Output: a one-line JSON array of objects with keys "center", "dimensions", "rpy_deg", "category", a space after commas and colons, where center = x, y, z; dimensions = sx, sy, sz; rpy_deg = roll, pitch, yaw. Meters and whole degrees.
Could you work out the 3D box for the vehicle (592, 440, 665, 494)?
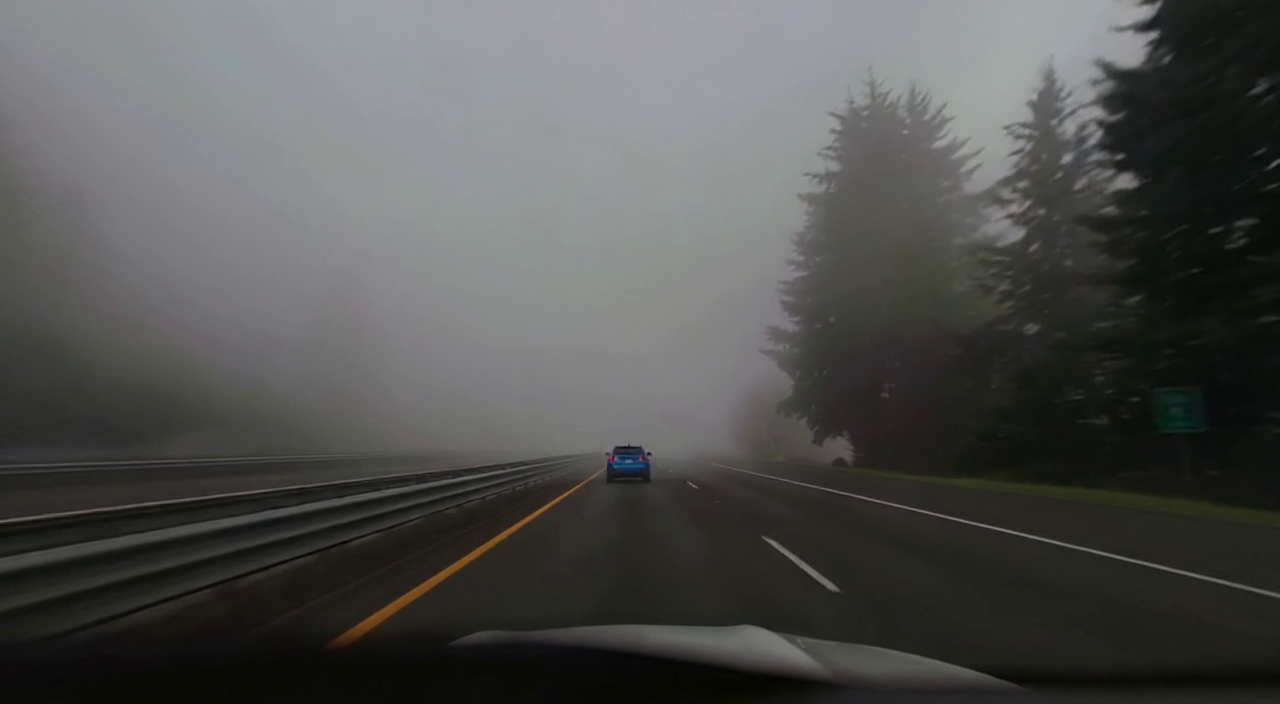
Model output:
[{"center": [-0.343, 3.573, 19.970], "dimensions": [2.069, 1.523, 4.012], "rpy_deg": [0, -9, 0], "category": "vehicle"}]
